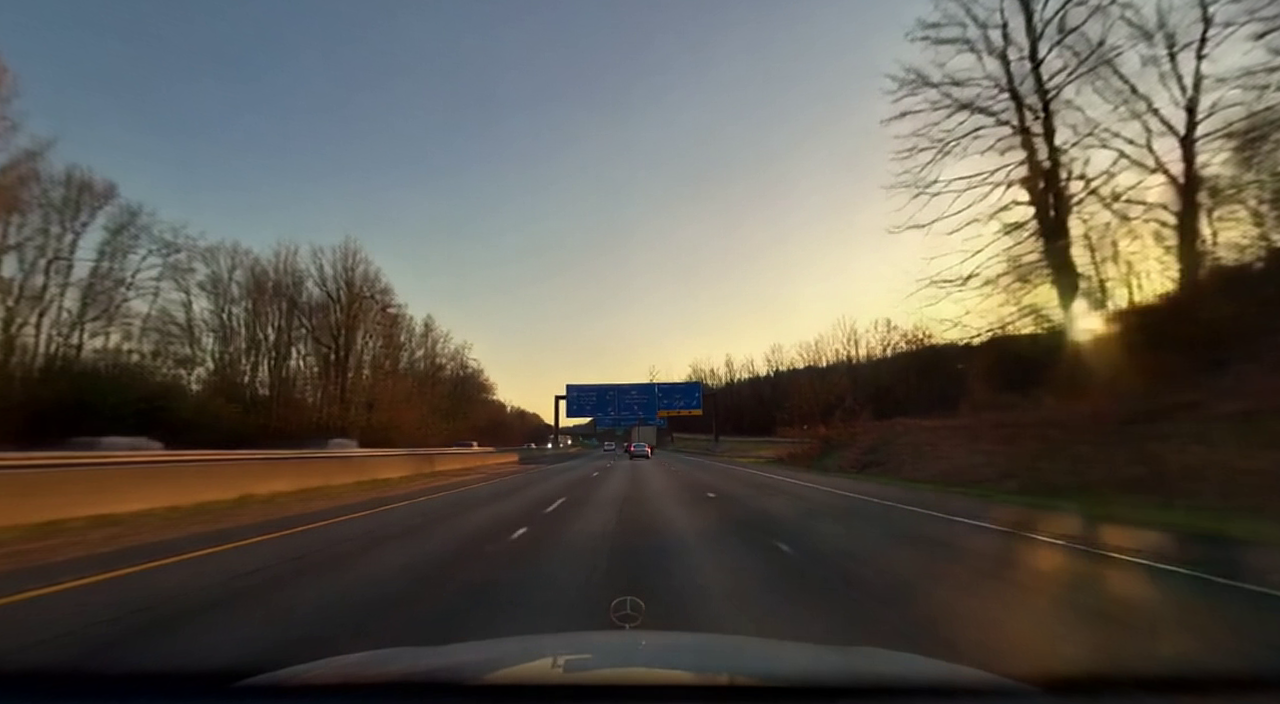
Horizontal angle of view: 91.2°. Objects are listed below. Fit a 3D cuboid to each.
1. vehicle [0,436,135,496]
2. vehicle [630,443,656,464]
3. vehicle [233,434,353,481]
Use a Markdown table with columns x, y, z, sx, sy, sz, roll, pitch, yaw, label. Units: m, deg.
| x | y | z | sx | sy | sz | roll | pitch | yaw | label |
| --- | --- | --- | --- | --- | --- | --- | --- | --- | --- |
| -17.123 | 3.155 | 17.646 | 1.927 | 1.509 | 4.717 | 0 | -8 | 0 | vehicle |
| 0.220 | 7.424 | 45.994 | 1.859 | 1.478 | 3.799 | 0 | -8 | 0 | vehicle |
| -13.056 | 3.989 | 23.977 | 2.016 | 1.578 | 4.479 | 0 | -8 | 0 | vehicle |
